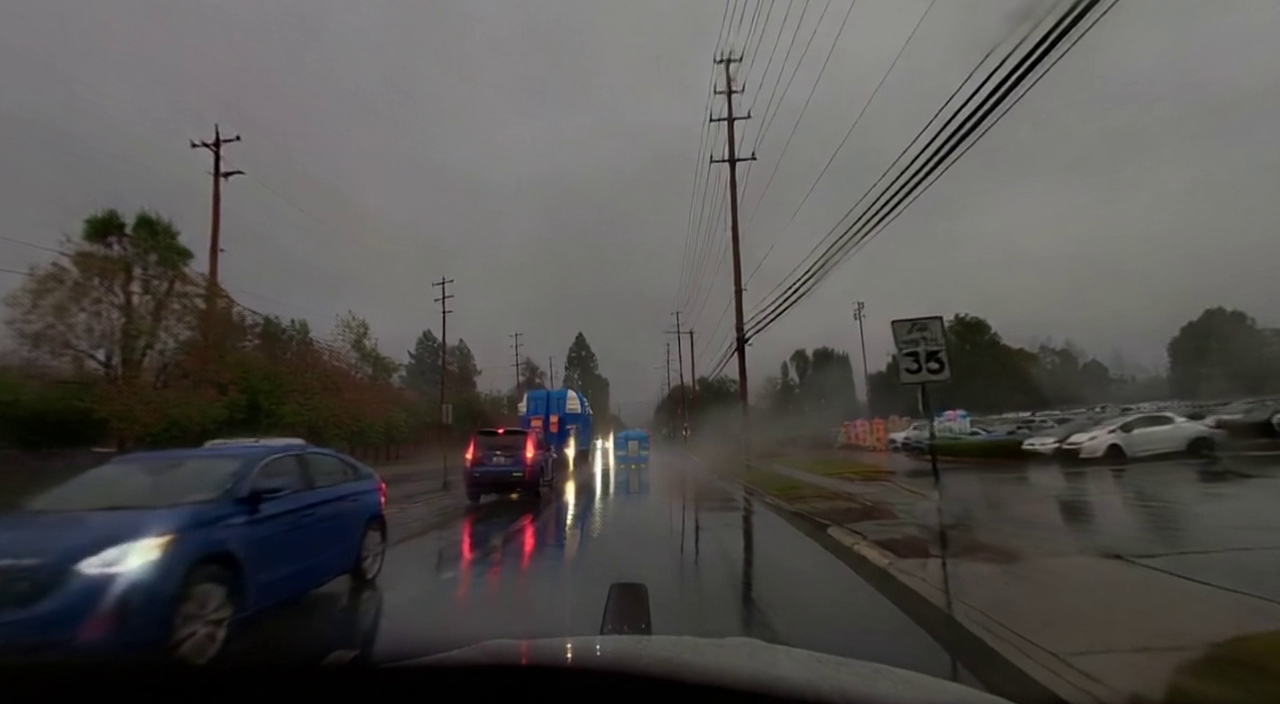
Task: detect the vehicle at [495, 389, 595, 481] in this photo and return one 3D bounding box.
[{"bbox_3d":[-3.804,3.665,27.490,3.120,3.393,7.945,0,-8,0],"label":"vehicle"}]

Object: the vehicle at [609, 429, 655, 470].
[{"bbox_3d":[-0.380,4.818,31.162,2.117,1.861,4.095,0,-8,-1],"label":"vehicle"}]

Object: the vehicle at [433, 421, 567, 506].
[{"bbox_3d":[-3.291,2.749,15.958,2.187,1.821,4.748,0,-8,1],"label":"vehicle"}]

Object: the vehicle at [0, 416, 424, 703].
[{"bbox_3d":[-3.391,1.319,4.710,1.966,1.466,4.473,0,-8,0],"label":"vehicle"}]
